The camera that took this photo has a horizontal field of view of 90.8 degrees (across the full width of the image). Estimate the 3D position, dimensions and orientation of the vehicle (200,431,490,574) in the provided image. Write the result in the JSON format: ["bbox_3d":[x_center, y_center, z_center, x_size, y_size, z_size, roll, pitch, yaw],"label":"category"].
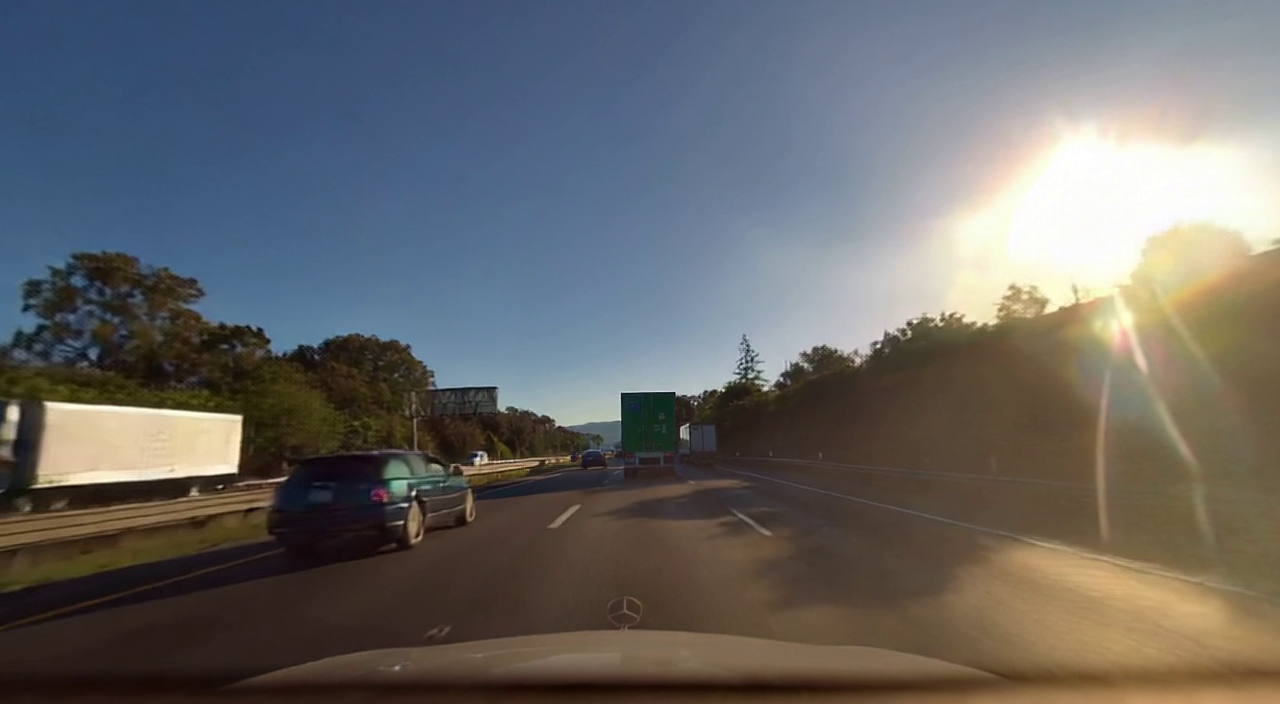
[{"bbox_3d":[-3.660,1.933,8.840,2.050,1.517,3.996,0,-9,1],"label":"vehicle"}]

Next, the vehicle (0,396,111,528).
[{"bbox_3d":[-18.029,2.869,16.481,3.067,3.366,5.874,0,-9,1],"label":"vehicle"}]

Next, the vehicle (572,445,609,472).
[{"bbox_3d":[-3.267,7.118,42.297,2.173,1.657,4.401,0,-9,-1],"label":"vehicle"}]

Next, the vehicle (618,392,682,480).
[{"bbox_3d":[0.441,4.739,34.885,2.932,4.042,11.054,0,-9,0],"label":"vehicle"}]
